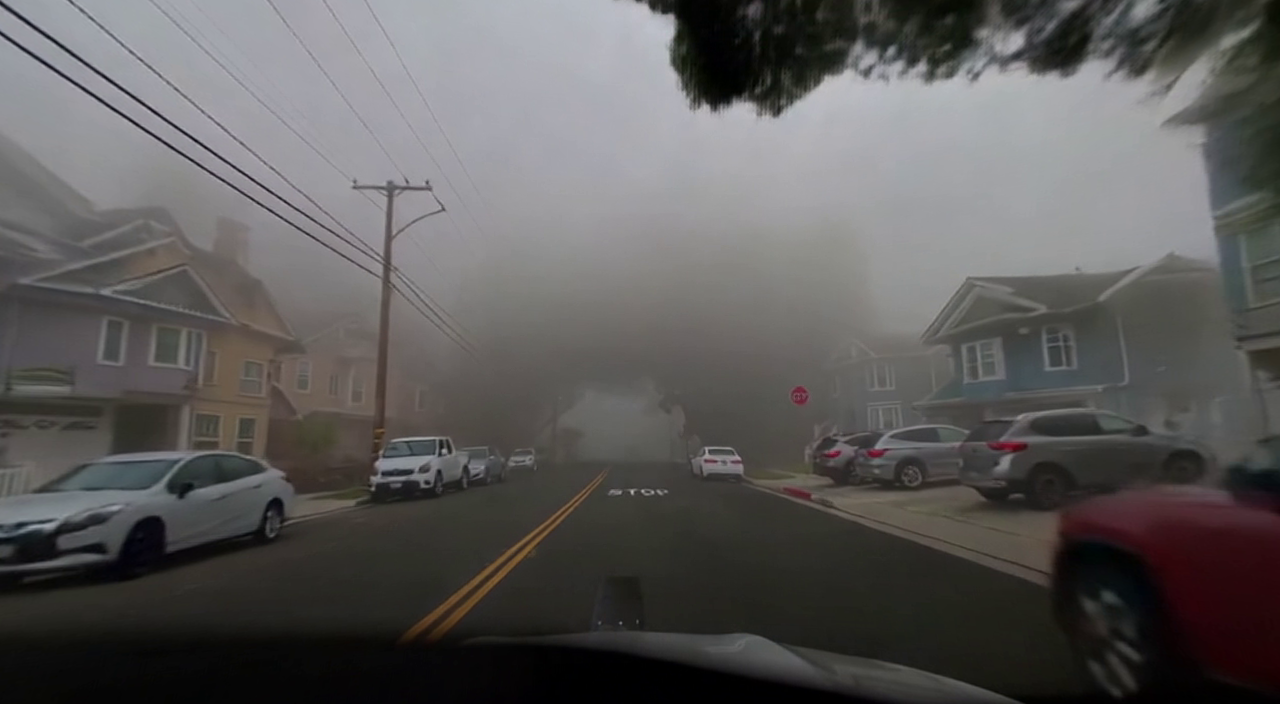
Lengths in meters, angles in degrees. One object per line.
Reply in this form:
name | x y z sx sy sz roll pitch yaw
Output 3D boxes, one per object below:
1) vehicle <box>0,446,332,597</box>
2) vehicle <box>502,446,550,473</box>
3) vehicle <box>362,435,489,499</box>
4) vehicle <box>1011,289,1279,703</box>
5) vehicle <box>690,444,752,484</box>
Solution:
vehicle | -6.477 2.019 8.544 2.211 1.469 4.380 0 -9 4
vehicle | -6.762 6.449 38.099 2.056 1.481 4.451 0 -9 0
vehicle | -6.545 3.576 20.112 2.136 1.757 5.365 0 -9 0
vehicle | 3.509 0.642 1.836 2.114 1.909 4.266 0 -9 -2
vehicle | 3.380 4.785 27.407 1.963 1.536 5.446 0 -9 0
